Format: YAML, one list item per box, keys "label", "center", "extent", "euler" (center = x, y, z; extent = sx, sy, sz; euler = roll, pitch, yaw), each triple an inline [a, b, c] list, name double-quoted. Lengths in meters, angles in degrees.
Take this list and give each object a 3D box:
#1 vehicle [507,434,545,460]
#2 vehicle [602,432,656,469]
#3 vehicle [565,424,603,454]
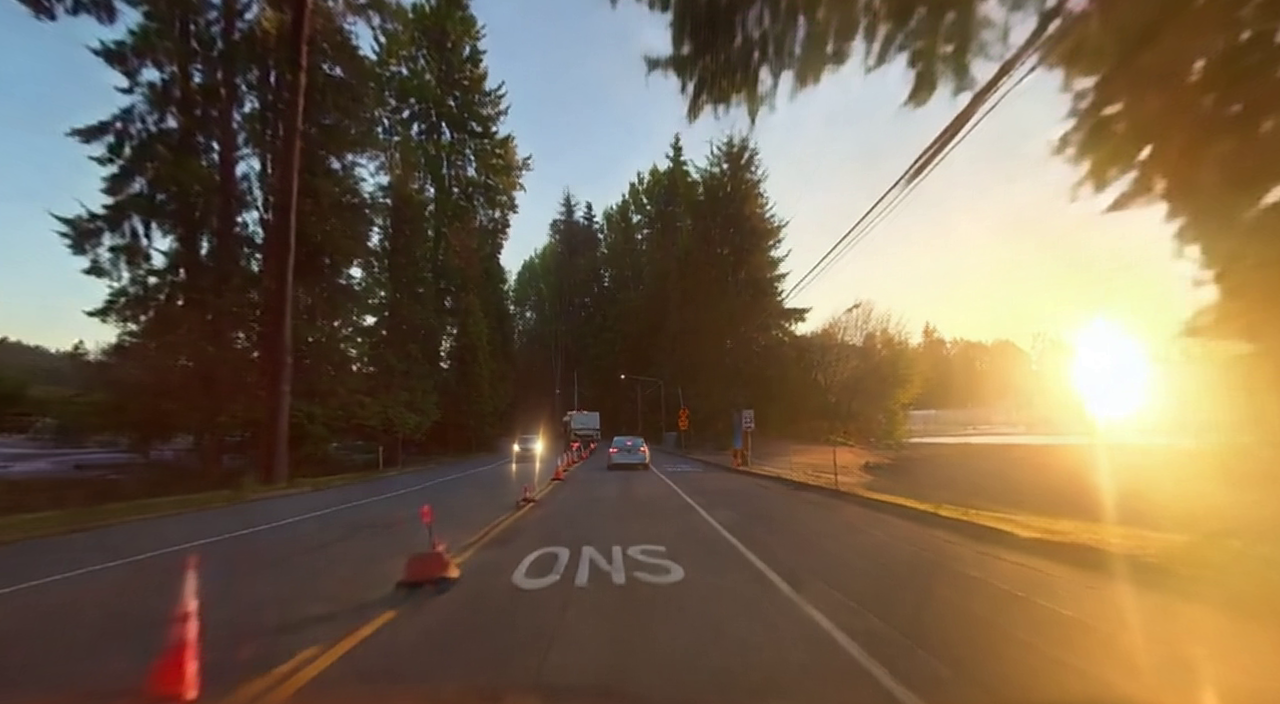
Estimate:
- label: "vehicle"
  center: [-6.952, 5.835, 38.956]
  extent: [2.019, 1.492, 4.091]
  euler: [1, -8, -6]
- label: "vehicle"
  center: [-0.490, 4.261, 27.524]
  extent: [2.186, 1.463, 4.356]
  euler: [0, -8, -1]
- label: "vehicle"
  center: [-4.239, 6.537, 47.327]
  extent: [2.671, 2.053, 6.074]
  euler: [1, -8, -6]
